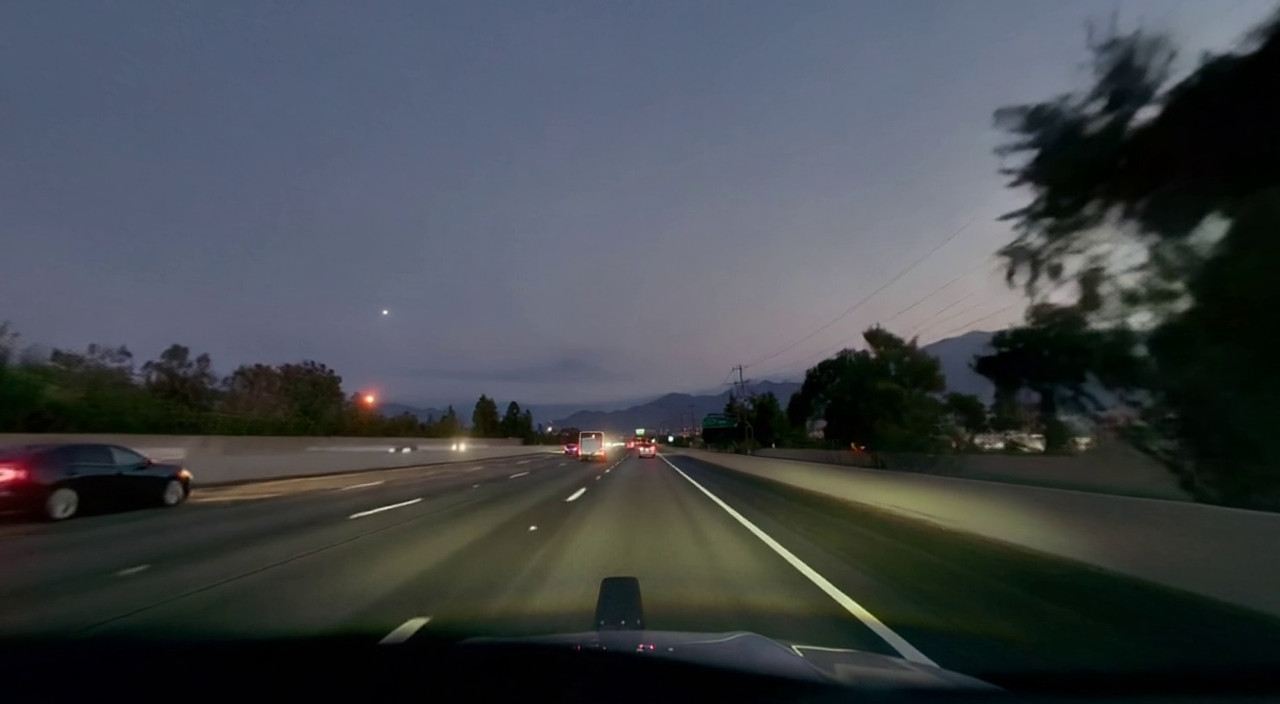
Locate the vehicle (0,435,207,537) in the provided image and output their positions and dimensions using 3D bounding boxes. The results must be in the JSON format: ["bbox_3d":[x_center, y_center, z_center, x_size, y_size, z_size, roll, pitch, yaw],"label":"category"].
[{"bbox_3d":[-10.480,2.280,11.297,1.955,1.496,4.732,0,-8,1],"label":"vehicle"}]

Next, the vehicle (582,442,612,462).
[{"bbox_3d":[-3.297,7.769,48.780,2.046,1.478,4.111,0,-8,0],"label":"vehicle"}]

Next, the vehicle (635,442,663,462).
[{"bbox_3d":[0.684,7.888,49.608,2.057,1.453,3.926,0,-8,0],"label":"vehicle"}]
